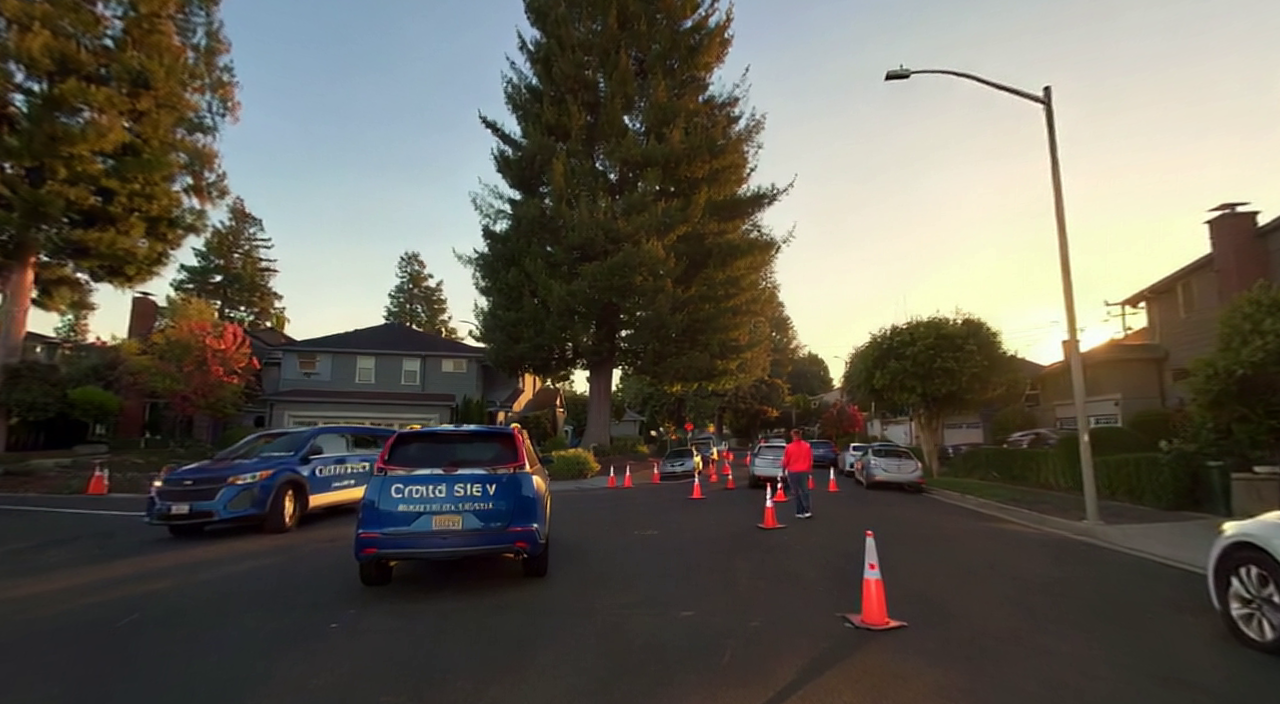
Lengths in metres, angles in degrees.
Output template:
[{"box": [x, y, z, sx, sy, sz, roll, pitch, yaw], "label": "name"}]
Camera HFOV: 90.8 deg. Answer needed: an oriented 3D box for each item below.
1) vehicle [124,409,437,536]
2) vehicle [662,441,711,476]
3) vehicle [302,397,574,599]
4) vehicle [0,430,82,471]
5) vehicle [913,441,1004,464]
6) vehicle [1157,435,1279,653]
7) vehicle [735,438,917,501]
[{"box": [-6.423, 2.215, 12.256, 2.471, 1.892, 4.952, -2, -9, 13], "label": "vehicle"}, {"box": [2.534, 5.605, 33.530, 2.014, 1.742, 4.297, -2, -9, 12], "label": "vehicle"}, {"box": [-2.288, 1.611, 7.854, 2.350, 1.748, 4.094, 2, -9, -14], "label": "vehicle"}, {"box": [-30.377, 4.804, 30.945, 1.908, 1.898, 4.120, -2, -9, 11], "label": "vehicle"}, {"box": [21.552, 6.833, 42.930, 5.066, 1.534, 1.905, -1, -9, 8], "label": "vehicle"}, {"box": [5.071, 1.136, 3.083, 1.808, 1.490, 4.711, -2, -9, 11], "label": "vehicle"}, {"box": [5.346, 3.317, 18.320, 4.656, 1.577, 2.099, 2, -8, -19], "label": "vehicle"}]
